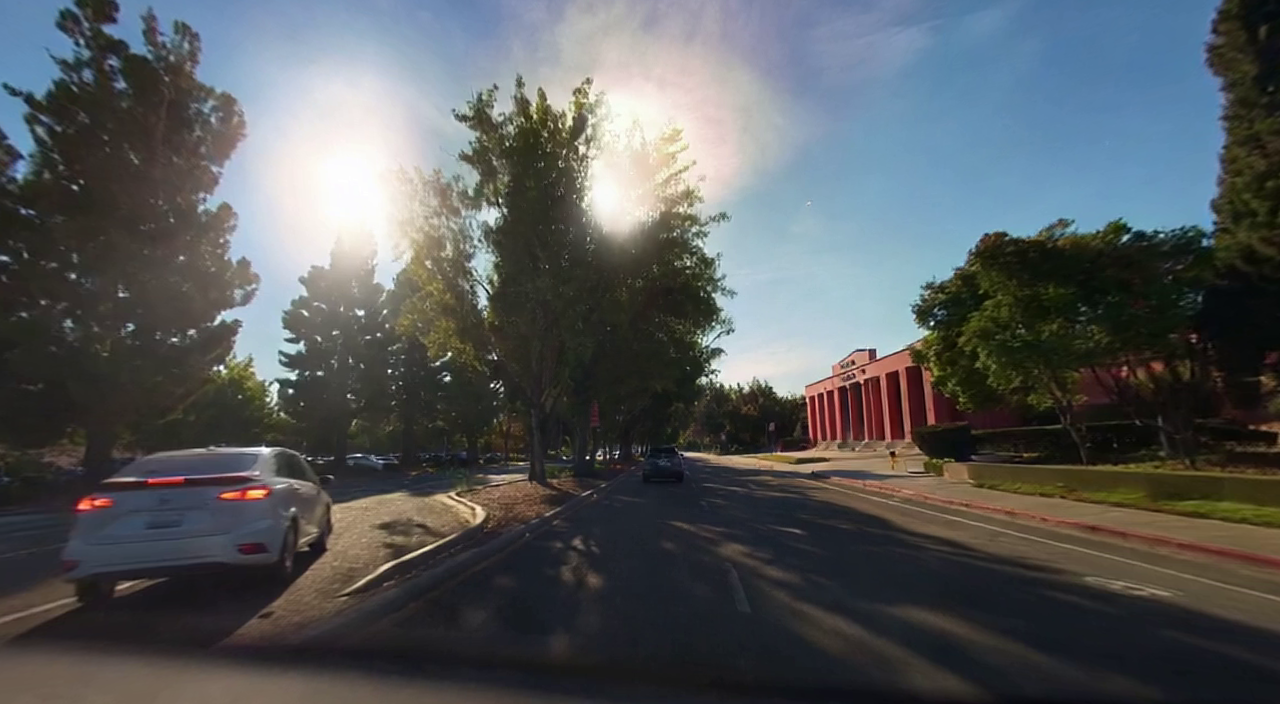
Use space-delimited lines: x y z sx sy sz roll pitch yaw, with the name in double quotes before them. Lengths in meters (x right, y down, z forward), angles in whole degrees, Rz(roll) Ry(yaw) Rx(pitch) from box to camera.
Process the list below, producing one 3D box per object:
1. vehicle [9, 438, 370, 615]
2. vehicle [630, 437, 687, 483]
"vehicle" -4.984 1.883 8.018 1.966 1.511 4.698 2 -9 -13
"vehicle" 0.777 4.385 25.857 2.123 1.703 4.292 -1 -8 3
